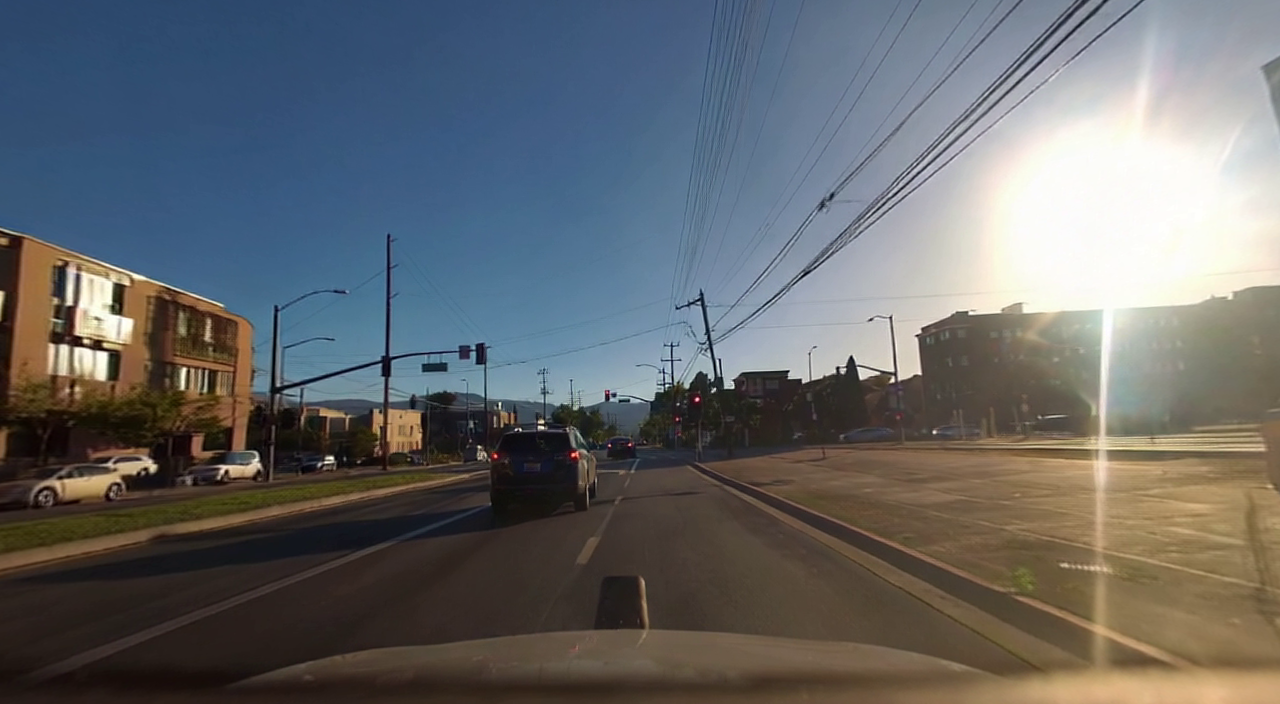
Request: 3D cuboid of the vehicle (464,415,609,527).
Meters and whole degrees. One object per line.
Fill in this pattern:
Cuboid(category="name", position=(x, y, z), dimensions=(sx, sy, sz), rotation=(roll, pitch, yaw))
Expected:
Cuboid(category="vehicle", position=(-1.746, 2.199, 12.127), dimensions=(2.022, 1.757, 4.041), rotation=(0, -9, 1))

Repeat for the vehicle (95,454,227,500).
Cuboid(category="vehicle", position=(-20.110, 5.217, 26.807), dimensions=(1.989, 1.689, 4.388), rotation=(0, -9, 2))

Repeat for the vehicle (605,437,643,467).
Cuboid(category="vehicle", position=(-0.915, 5.956, 37.722), dimensions=(2.144, 1.681, 3.855), rotation=(0, -9, 0))

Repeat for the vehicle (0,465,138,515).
Cuboid(category="vehicle", position=(-20.206, 4.710, 22.023), dimensions=(1.790, 1.415, 4.450), rotation=(0, -9, -1))

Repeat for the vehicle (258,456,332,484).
Cuboid(category="vehicle", position=(-20.116, 6.875, 37.072), dimensions=(1.826, 1.430, 4.426), rotation=(0, -9, 0))
